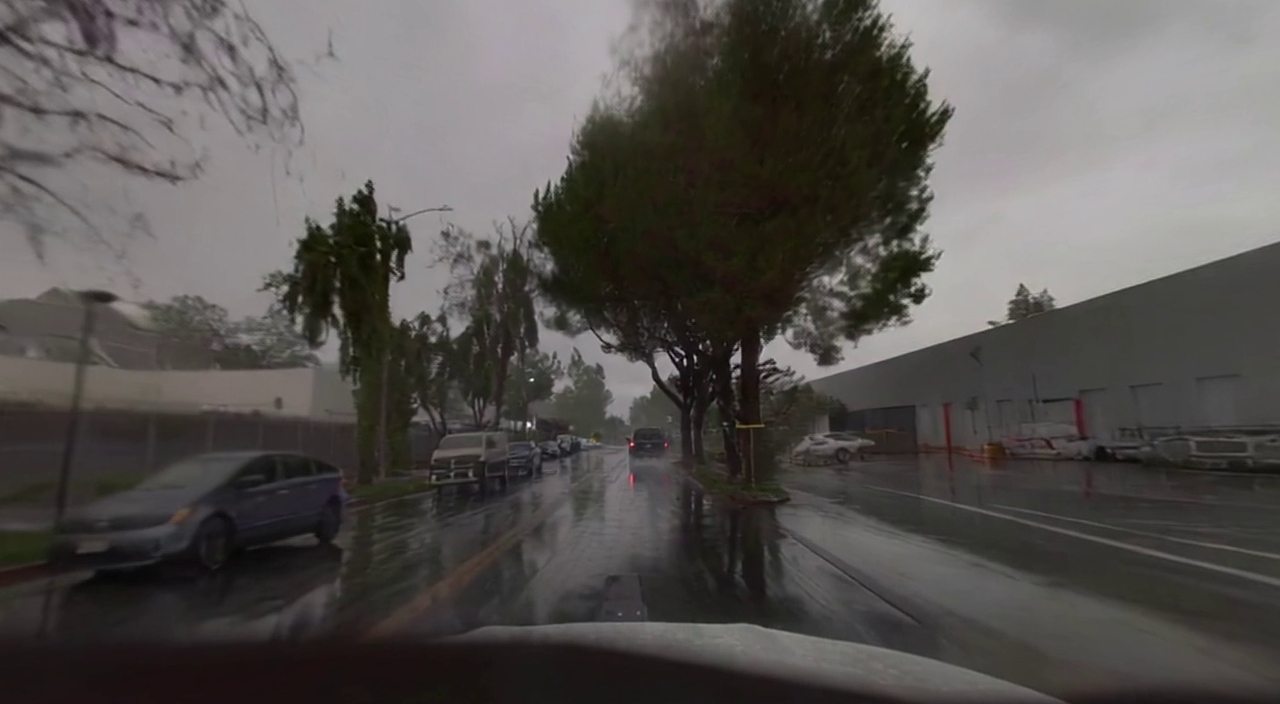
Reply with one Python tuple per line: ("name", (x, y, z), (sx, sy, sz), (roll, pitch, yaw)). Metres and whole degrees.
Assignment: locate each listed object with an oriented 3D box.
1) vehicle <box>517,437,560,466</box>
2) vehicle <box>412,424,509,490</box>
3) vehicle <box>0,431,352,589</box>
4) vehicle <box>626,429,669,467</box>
("vehicle", (-6.193, 6.117, 38.913), (1.926, 1.647, 4.185), (0, -8, 1))
("vehicle", (-6.251, 3.726, 22.560), (2.005, 1.989, 4.929), (-3, -9, 0))
("vehicle", (-5.801, 1.966, 8.563), (1.938, 1.500, 4.130), (-3, -9, -2))
("vehicle", (0.363, 5.155, 34.078), (2.152, 1.874, 4.042), (0, -8, 0))
